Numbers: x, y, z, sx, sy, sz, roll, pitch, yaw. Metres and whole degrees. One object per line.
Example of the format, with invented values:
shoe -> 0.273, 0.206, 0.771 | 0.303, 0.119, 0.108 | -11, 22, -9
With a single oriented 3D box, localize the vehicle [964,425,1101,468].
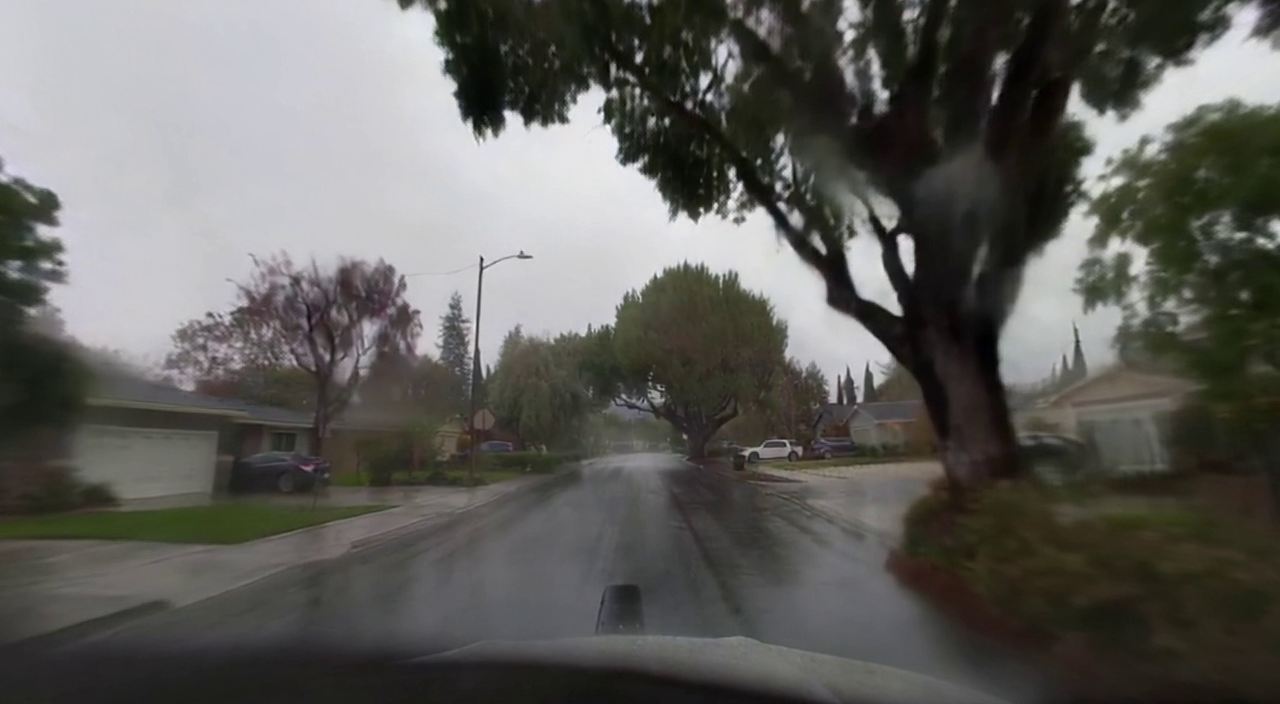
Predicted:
vehicle -> 16.444, 3.982, 26.633 | 4.495, 1.724, 1.943 | 0, -9, -4

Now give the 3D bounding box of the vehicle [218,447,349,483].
vehicle -> -14.287, 4.541, 25.495 | 4.138, 1.355, 1.808 | 0, -9, 0
